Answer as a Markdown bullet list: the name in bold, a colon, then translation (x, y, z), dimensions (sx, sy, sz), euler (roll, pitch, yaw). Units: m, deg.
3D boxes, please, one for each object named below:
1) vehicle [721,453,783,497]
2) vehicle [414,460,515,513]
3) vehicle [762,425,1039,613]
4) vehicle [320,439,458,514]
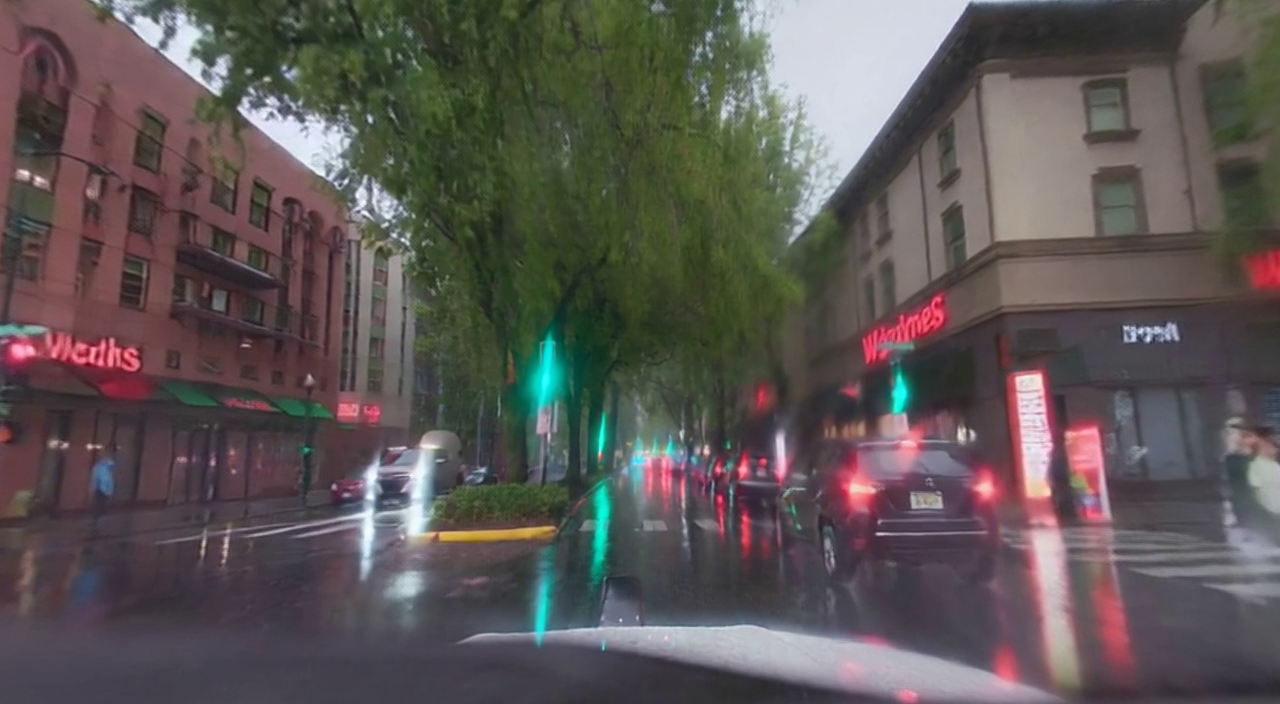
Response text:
- **vehicle**: translation (5.254, 5.811, 30.296), dimensions (2.010, 1.844, 4.386), euler (0, -8, -2)
- **vehicle**: translation (-5.684, 4.407, 21.177), dimensions (1.983, 1.438, 4.559), euler (0, -8, 1)
- **vehicle**: translation (2.624, 1.705, 7.138), dimensions (1.822, 1.654, 2.794), euler (0, -8, -2)
- **vehicle**: translation (-8.703, 4.325, 22.696), dimensions (2.489, 2.323, 5.843), euler (0, -8, 1)
